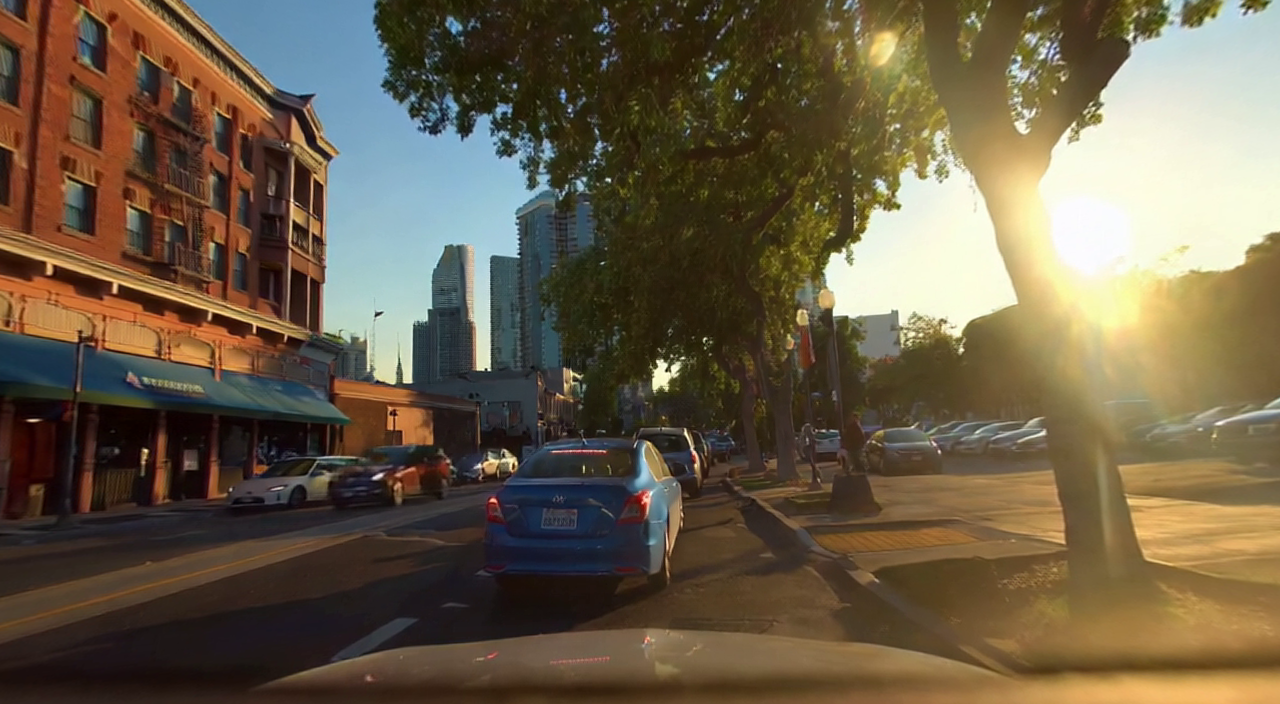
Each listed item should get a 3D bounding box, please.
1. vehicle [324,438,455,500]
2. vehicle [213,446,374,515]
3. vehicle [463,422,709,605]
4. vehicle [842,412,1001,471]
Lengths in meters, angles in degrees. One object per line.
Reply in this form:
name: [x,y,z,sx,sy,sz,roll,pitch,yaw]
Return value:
vehicle: [-8.034,3.766,20.755,2.054,1.772,4.276,-3,-9,9]
vehicle: [-11.006,4.067,20.591,2.081,1.718,5.342,-6,-9,3]
vehicle: [-0.272,1.631,7.292,1.939,1.478,3.922,-1,-8,9]
vehicle: [9.020,2.832,20.216,4.558,1.528,1.915,0,-8,-23]
